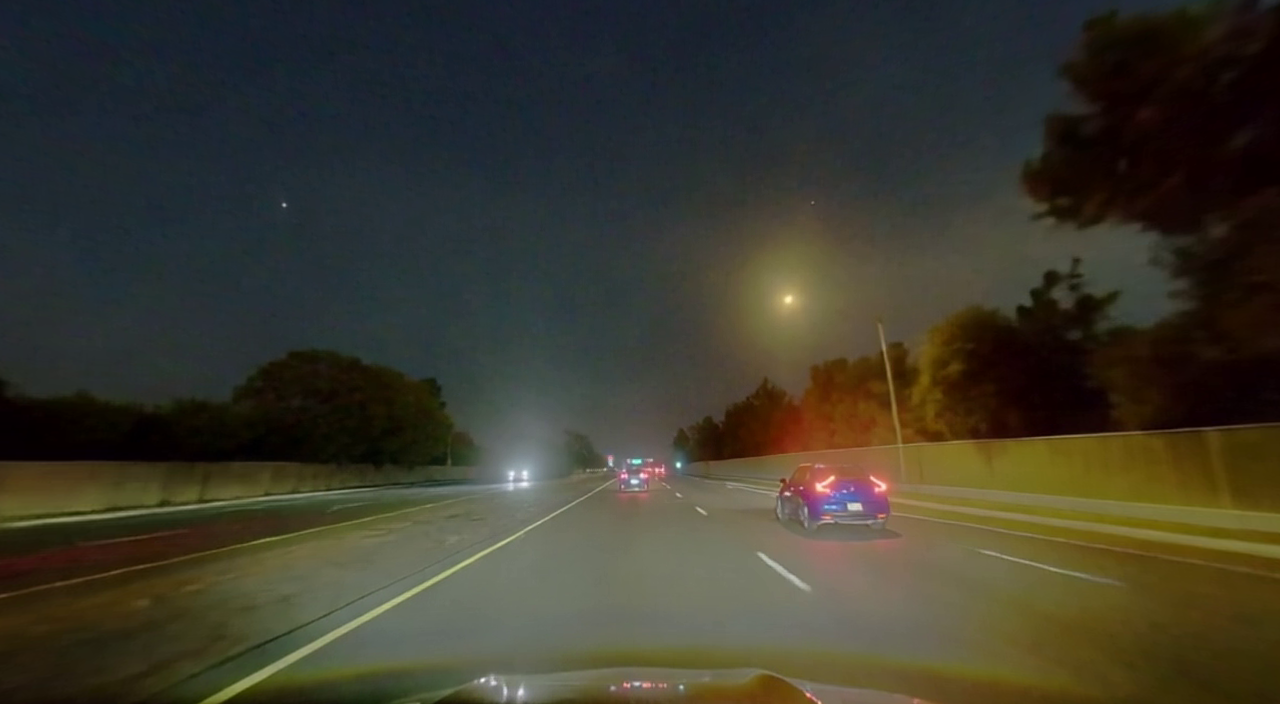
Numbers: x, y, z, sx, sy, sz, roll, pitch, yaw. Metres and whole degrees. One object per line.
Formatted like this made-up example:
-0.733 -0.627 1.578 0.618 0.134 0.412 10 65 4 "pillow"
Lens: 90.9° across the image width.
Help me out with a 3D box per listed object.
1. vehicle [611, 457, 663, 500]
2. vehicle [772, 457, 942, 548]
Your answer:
-0.130 5.319 26.635 2.037 1.605 3.833 1 -11 0 "vehicle"
4.109 2.937 12.750 1.938 1.494 4.032 1 -11 -1 "vehicle"
